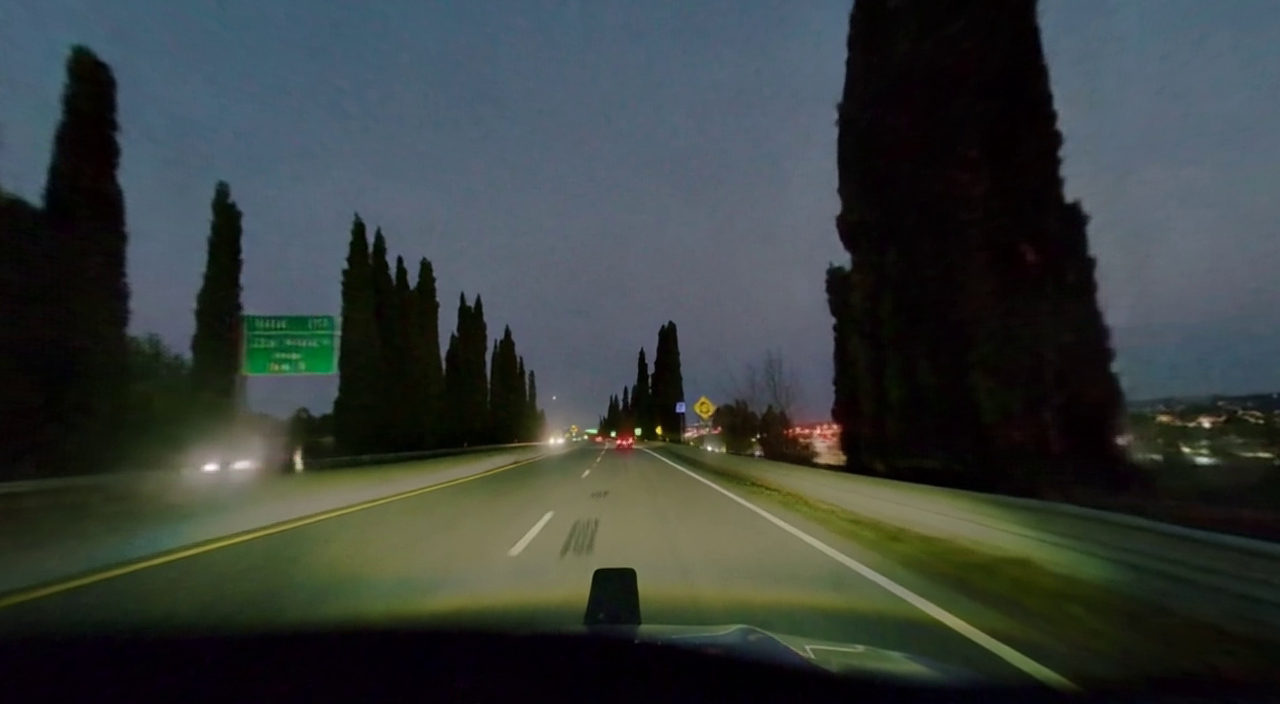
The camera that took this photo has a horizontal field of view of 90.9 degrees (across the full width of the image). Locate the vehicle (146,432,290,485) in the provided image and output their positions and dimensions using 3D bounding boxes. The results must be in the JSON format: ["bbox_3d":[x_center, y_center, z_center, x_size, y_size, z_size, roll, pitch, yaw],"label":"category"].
[{"bbox_3d":[-12.681,3.194,19.257,1.853,1.436,3.706,0,-8,-1],"label":"vehicle"}]
